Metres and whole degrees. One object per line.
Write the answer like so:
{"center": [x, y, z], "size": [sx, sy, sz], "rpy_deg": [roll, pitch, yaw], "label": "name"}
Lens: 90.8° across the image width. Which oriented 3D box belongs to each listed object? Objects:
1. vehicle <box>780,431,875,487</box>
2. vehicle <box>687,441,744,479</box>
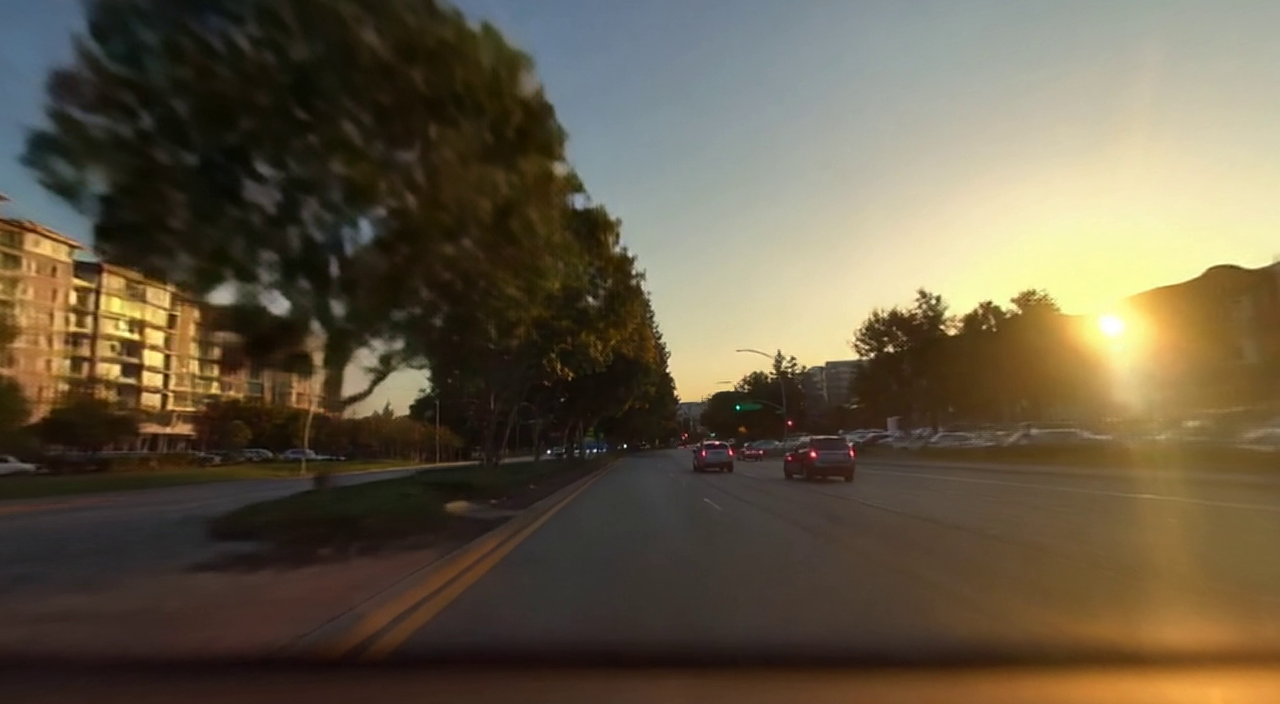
{"center": [6.586, 3.818, 22.783], "size": [1.946, 1.773, 4.641], "rpy_deg": [0, -9, -1], "label": "vehicle"}
{"center": [3.243, 4.731, 28.031], "size": [1.917, 1.538, 4.259], "rpy_deg": [0, -9, -1], "label": "vehicle"}
